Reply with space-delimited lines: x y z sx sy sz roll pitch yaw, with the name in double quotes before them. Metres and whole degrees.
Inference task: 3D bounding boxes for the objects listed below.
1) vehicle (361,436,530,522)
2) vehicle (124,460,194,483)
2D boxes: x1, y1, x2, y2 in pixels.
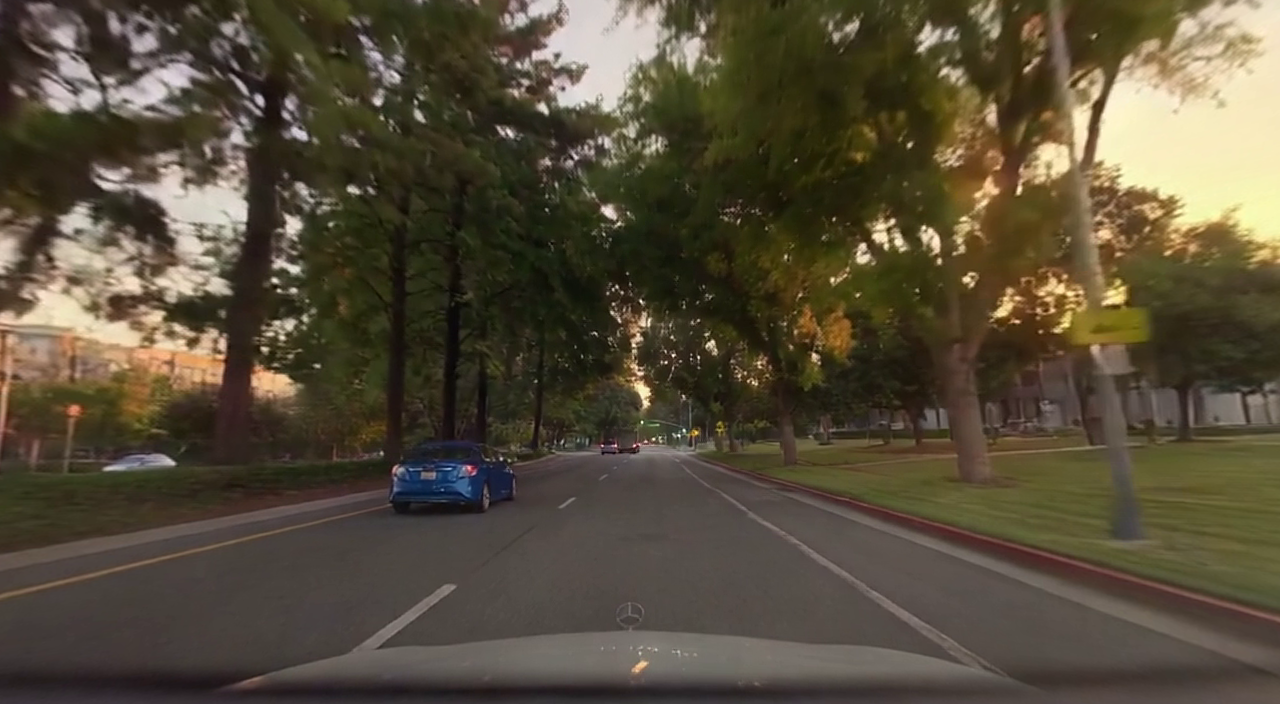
"vehicle" -3.733 2.515 13.113 2.033 1.454 4.512 0 -8 1
"vehicle" -34.436 8.566 45.251 1.666 1.443 4.187 0 -8 0
